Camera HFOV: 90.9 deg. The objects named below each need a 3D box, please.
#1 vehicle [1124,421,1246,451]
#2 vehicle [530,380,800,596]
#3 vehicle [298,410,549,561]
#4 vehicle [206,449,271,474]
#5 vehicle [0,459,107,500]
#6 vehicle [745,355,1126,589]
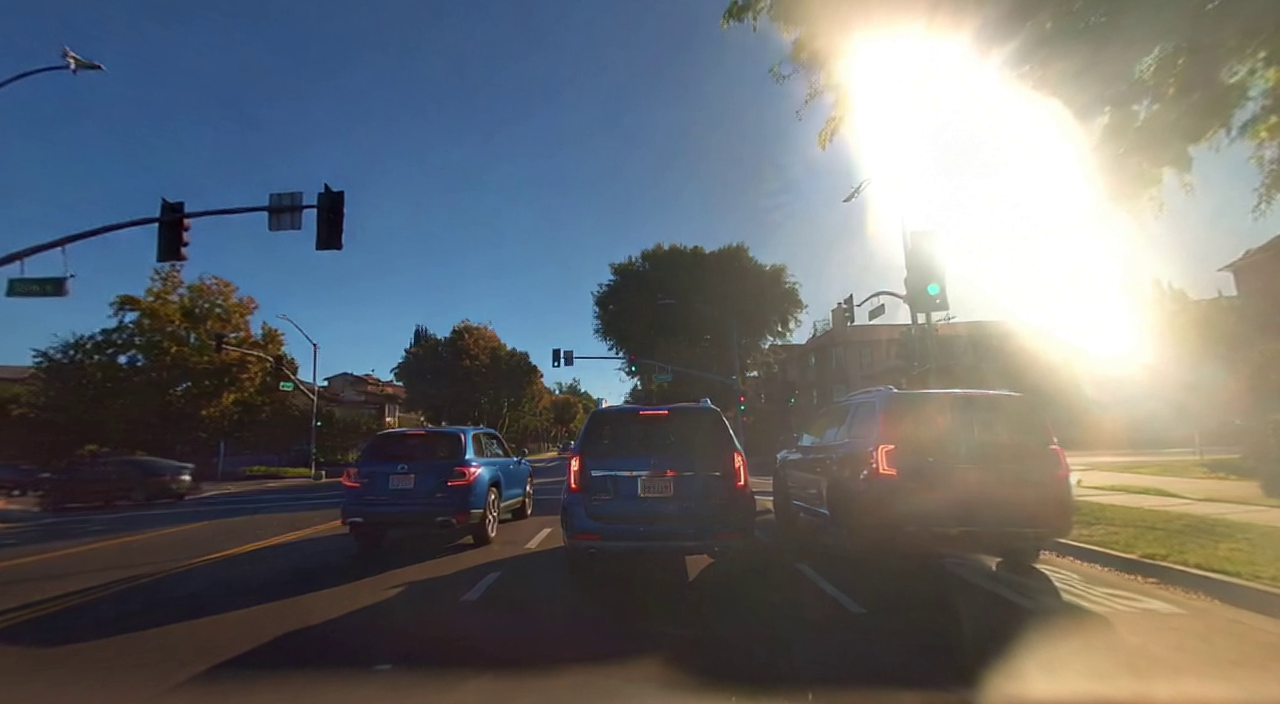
[{"bbox_3d":[28.158,4.365,32.656,4.512,1.444,1.859,0,-9,0],"label":"vehicle"},{"bbox_3d":[0.172,1.436,7.398,2.235,1.778,4.178,0,-8,-1],"label":"vehicle"},{"bbox_3d":[-2.735,1.819,9.316,2.058,1.659,4.514,0,-8,1],"label":"vehicle"},{"bbox_3d":[-29.320,7.999,46.172,1.820,1.699,4.308,-1,-9,2],"label":"vehicle"},{"bbox_3d":[-24.006,4.970,24.672,4.383,1.456,1.999,0,-9,-1],"label":"vehicle"},{"bbox_3d":[3.087,1.472,8.489,2.338,2.063,5.672,0,-8,0],"label":"vehicle"}]
